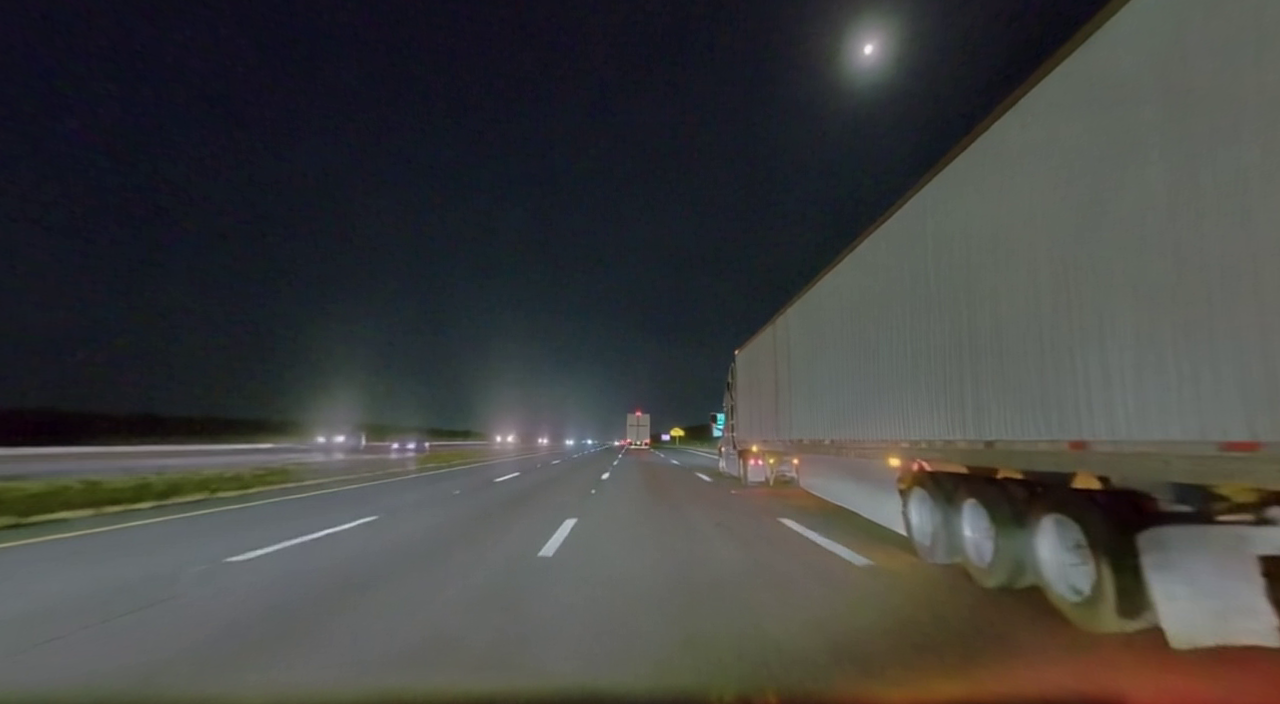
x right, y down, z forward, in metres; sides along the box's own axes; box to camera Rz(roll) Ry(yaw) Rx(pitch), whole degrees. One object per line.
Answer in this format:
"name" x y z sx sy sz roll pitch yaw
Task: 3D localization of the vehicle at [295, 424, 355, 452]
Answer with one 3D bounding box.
"vehicle" -22.952 6.296 46.026 2.032 1.868 4.504 -1 -8 0
